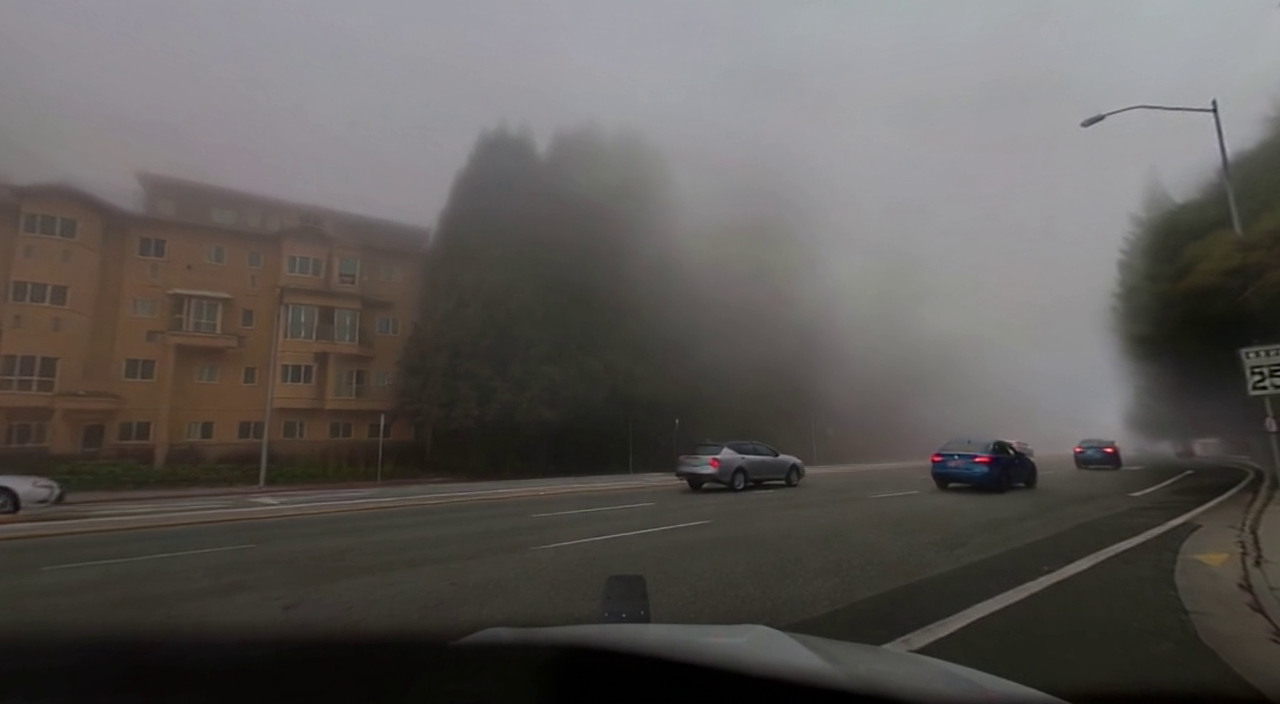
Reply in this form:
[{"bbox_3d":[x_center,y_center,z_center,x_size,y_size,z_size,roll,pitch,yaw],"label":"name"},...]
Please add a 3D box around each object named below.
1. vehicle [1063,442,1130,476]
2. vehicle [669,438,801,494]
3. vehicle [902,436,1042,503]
[{"bbox_3d":[23.380,5.426,32.231,2.033,1.625,4.438,-8,-12,43],"label":"vehicle"},{"bbox_3d":[3.335,3.802,21.492,1.989,1.662,4.846,-8,-12,43],"label":"vehicle"},{"bbox_3d":[9.631,3.273,18.095,2.199,1.652,4.783,-8,-12,43],"label":"vehicle"}]
